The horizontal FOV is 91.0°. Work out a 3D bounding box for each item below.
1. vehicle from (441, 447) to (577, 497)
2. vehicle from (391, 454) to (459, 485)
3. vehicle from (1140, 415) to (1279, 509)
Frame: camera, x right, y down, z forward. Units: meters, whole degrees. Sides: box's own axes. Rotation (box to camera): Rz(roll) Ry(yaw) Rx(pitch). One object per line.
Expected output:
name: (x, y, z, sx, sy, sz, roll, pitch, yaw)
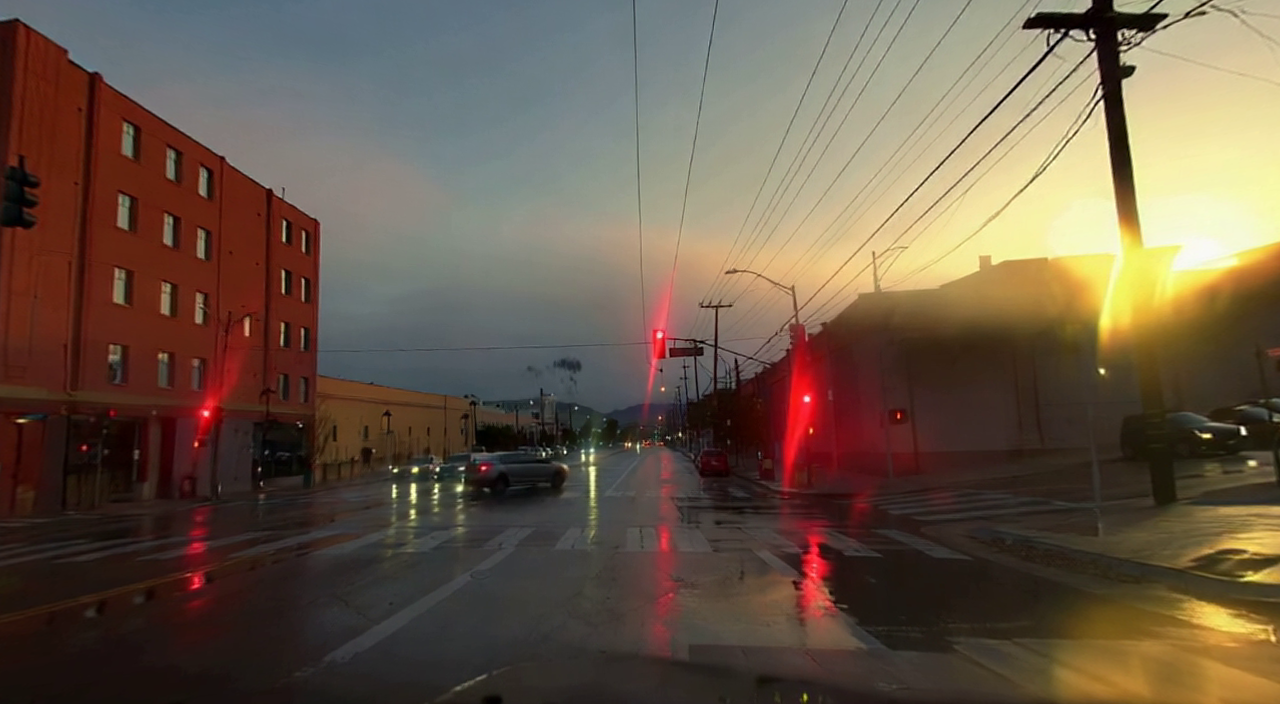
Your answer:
vehicle: (-4.744, 4.378, 23.421, 2.120, 1.650, 4.525, -7, -12, 41)
vehicle: (-12.046, 6.591, 35.564, 1.943, 1.574, 4.727, 0, -9, 3)
vehicle: (12.653, 2.201, 12.779, 3.234, 1.746, 1.941, 0, -9, 1)
